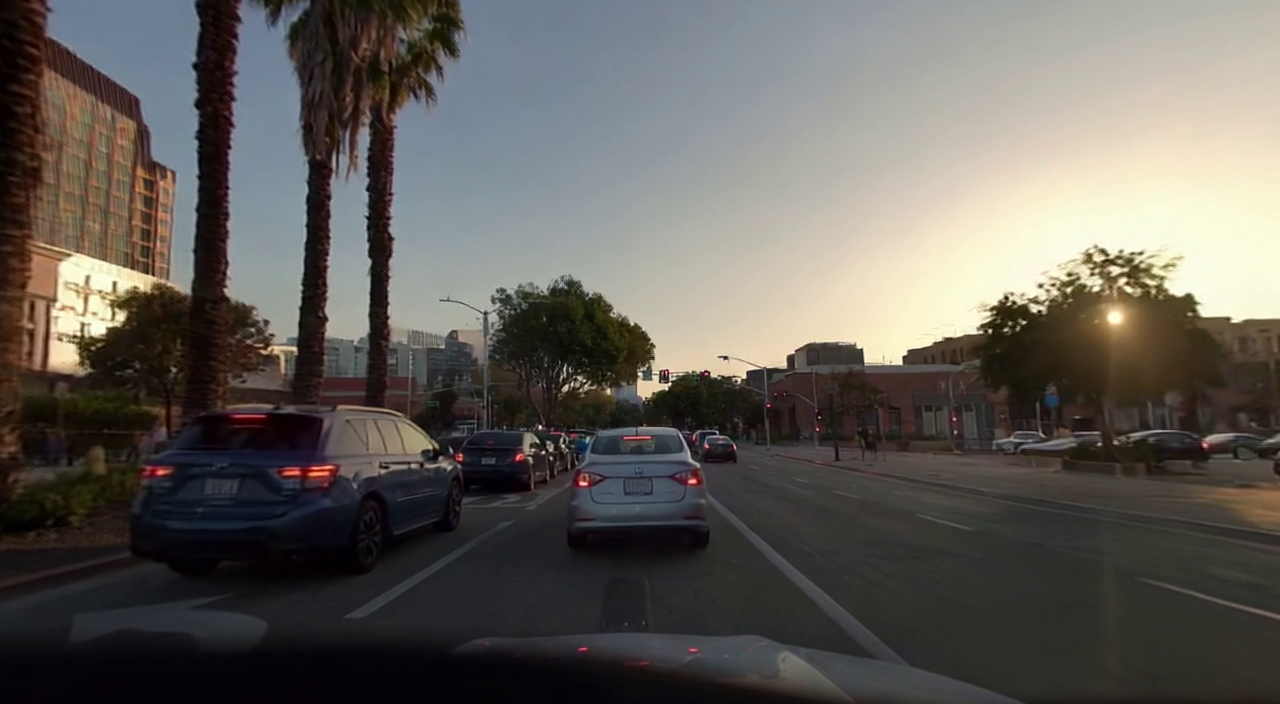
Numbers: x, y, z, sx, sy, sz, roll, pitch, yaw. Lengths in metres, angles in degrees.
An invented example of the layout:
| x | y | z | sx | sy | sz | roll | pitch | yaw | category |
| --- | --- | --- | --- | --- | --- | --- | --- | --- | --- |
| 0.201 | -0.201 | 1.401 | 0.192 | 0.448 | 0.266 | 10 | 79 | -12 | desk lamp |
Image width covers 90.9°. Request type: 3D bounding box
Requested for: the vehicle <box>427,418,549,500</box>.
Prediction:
| x | y | z | sx | sy | sz | roll | pitch | yaw | category |
| --- | --- | --- | --- | --- | --- | --- | --- | --- | --- |
| -3.441 | 2.526 | 15.136 | 1.840 | 1.684 | 4.041 | 0 | -8 | 1 | vehicle |

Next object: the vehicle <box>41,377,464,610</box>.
| x | y | z | sx | sy | sz | roll | pitch | yaw | category |
| --- | --- | --- | --- | --- | --- | --- | --- | --- | --- |
| -3.524 | 1.380 | 6.992 | 1.914 | 1.741 | 4.398 | 0 | -8 | -1 | vehicle |

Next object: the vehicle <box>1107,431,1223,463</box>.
| x | y | z | sx | sy | sz | roll | pitch | yaw | category |
| --- | --- | --- | --- | --- | --- | --- | --- | --- | --- |
| 25.454 | 4.619 | 30.674 | 3.914 | 1.427 | 1.779 | -2 | -8 | 6 | vehicle |

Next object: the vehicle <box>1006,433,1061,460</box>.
| x | y | z | sx | sy | sz | roll | pitch | yaw | category |
| --- | --- | --- | --- | --- | --- | --- | --- | --- | --- |
| 26.087 | 6.266 | 41.932 | 1.882 | 1.672 | 3.957 | -2 | -9 | 14 | vehicle |

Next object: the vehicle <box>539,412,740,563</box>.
| x | y | z | sx | sy | sz | roll | pitch | yaw | category |
| --- | --- | --- | --- | --- | --- | --- | --- | --- | --- |
| -0.042 | 1.753 | 8.872 | 2.114 | 1.585 | 4.285 | 0 | -8 | -1 | vehicle |
